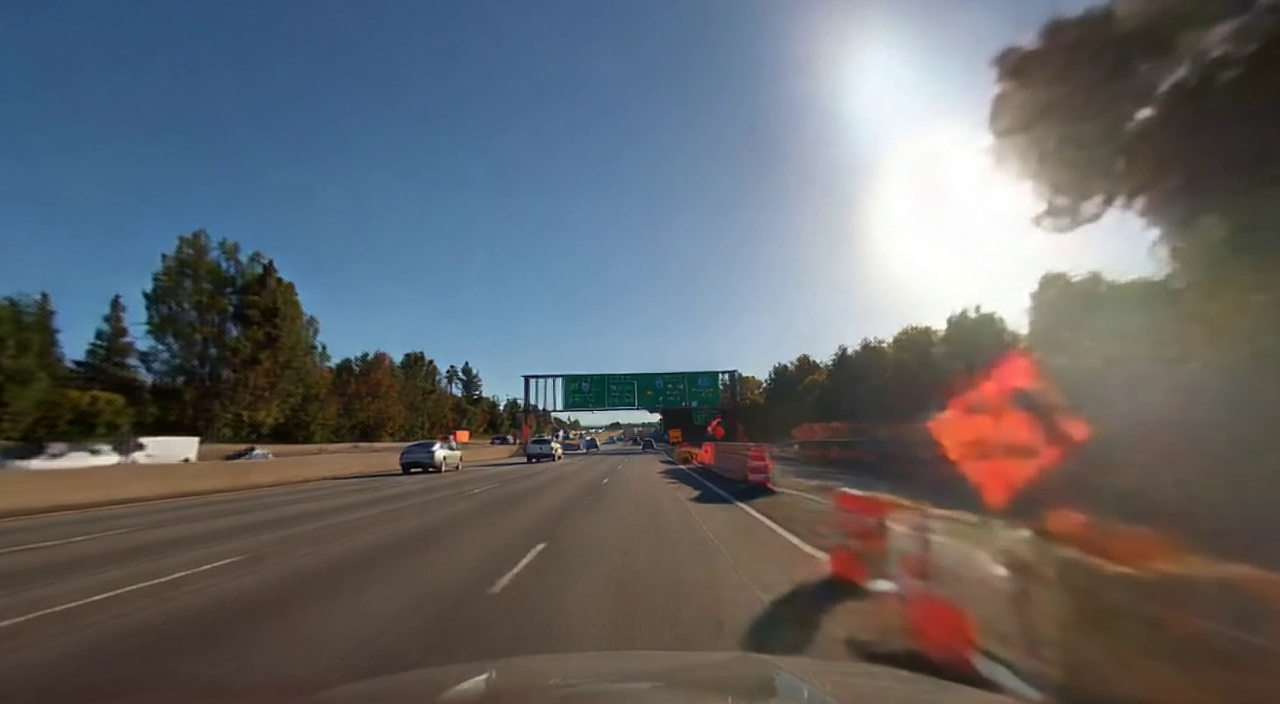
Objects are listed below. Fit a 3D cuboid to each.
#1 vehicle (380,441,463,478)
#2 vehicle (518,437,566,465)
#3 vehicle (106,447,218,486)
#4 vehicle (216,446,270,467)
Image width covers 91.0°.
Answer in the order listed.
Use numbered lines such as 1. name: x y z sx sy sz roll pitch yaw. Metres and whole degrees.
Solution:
1. vehicle: -9.795 4.862 28.692 2.122 1.511 4.576 0 -9 0
2. vehicle: -6.488 6.619 42.085 2.402 1.733 4.512 0 -9 1
3. vehicle: -19.164 4.564 25.453 1.601 1.423 3.606 0 -9 2
4. vehicle: -30.207 7.934 47.990 1.674 1.475 3.691 0 -9 0
